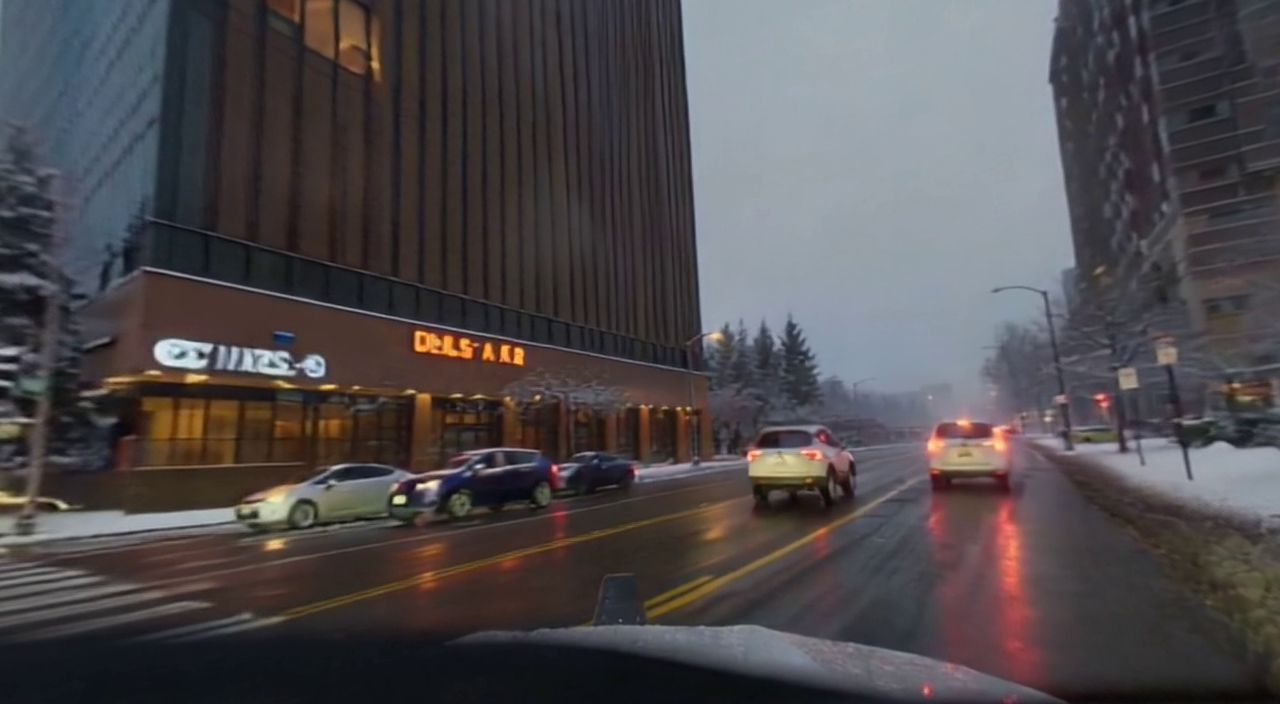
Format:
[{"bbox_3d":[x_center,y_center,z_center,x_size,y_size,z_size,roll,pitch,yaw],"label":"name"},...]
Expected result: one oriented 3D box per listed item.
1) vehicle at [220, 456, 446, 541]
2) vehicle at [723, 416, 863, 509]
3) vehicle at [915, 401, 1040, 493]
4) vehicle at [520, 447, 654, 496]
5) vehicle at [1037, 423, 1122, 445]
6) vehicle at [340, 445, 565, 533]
[{"bbox_3d":[-6.607,3.121,14.095,1.989,1.508,4.021,-5,-10,29],"label":"vehicle"},{"bbox_3d":[3.537,2.391,14.033,2.023,1.702,4.152,-4,-10,27],"label":"vehicle"},{"bbox_3d":[8.620,2.434,16.220,2.352,1.953,4.796,-5,-10,28],"label":"vehicle"},{"bbox_3d":[-1.720,4.208,22.812,2.103,1.514,5.374,-5,-10,30],"label":"vehicle"},{"bbox_3d":[30.644,5.750,44.210,4.426,1.490,1.862,-3,-9,17],"label":"vehicle"},{"bbox_3d":[-3.680,2.742,13.377,1.857,1.507,4.504,-5,-10,29],"label":"vehicle"}]
